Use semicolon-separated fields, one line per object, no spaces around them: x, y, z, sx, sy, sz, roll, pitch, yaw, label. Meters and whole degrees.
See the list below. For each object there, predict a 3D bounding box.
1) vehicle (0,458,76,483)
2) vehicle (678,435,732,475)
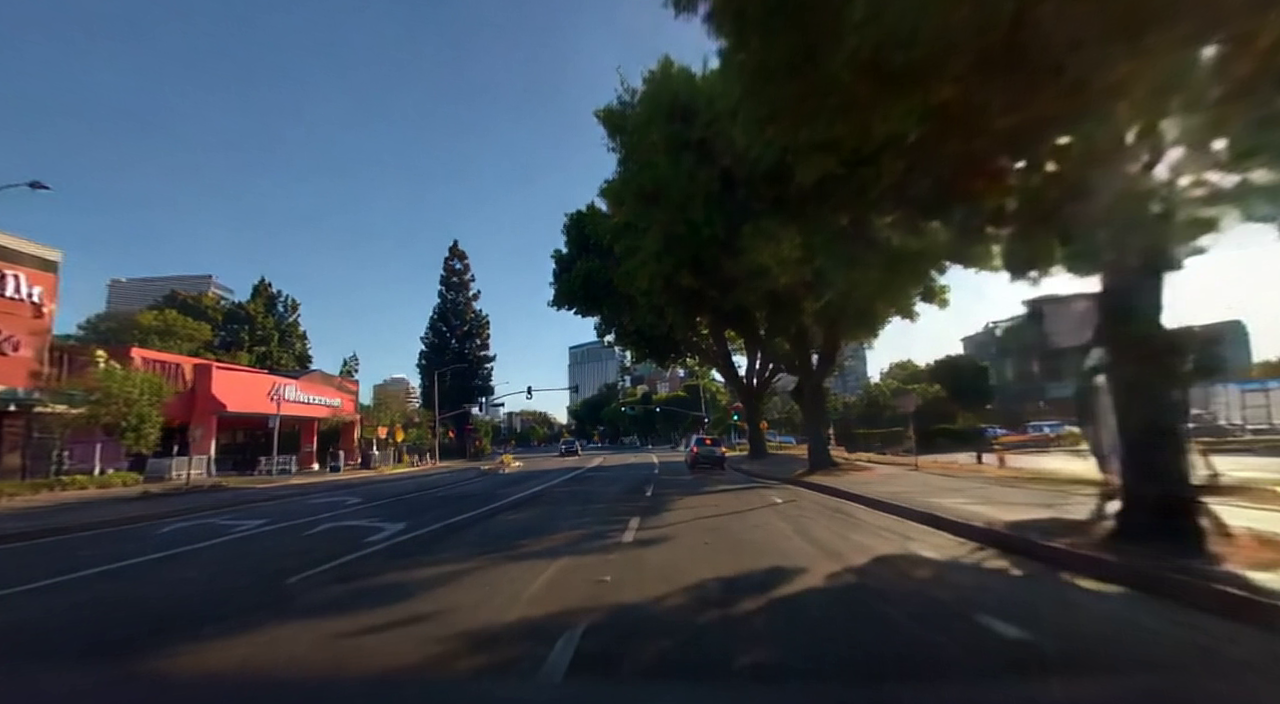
-38.228;7.386;39.355;4.336;1.452;2.025;-1;-9;3;vehicle
2.923;4.746;29.267;2.230;1.683;4.204;-1;-8;3;vehicle
